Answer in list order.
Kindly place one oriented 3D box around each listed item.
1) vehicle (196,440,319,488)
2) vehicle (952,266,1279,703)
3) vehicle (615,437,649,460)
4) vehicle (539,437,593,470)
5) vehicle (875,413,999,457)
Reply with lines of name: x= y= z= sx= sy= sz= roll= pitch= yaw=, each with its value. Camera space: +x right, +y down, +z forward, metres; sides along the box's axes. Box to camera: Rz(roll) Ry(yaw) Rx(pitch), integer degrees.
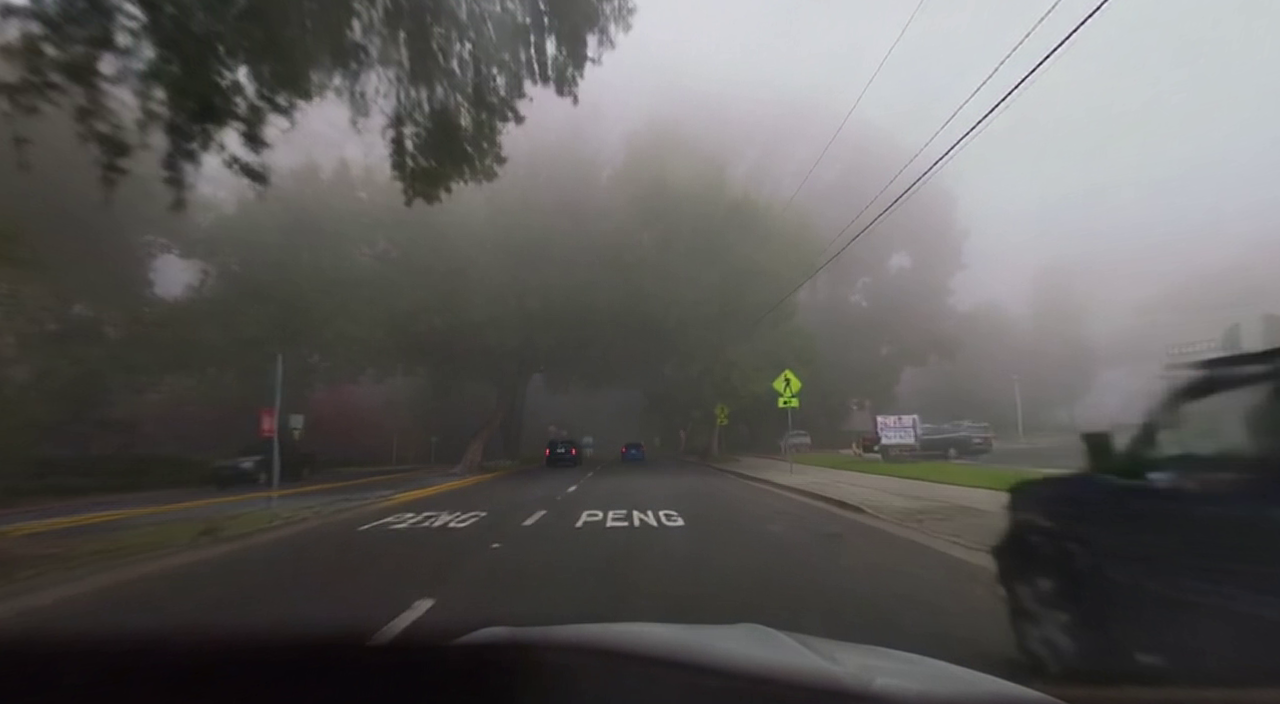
vehicle: x=-15.730 y=4.602 z=26.272 sx=2.074 sy=1.769 sz=4.704 roll=0 pitch=-8 yaw=1
vehicle: x=3.168 y=0.562 z=1.237 sx=2.188 sy=1.887 sz=5.532 roll=0 pitch=-8 yaw=-1
vehicle: x=-0.525 y=6.418 z=41.922 sx=2.187 sy=1.478 sz=4.138 roll=0 pitch=-8 yaw=-1
vehicle: x=-3.472 y=4.877 z=30.491 sx=2.083 sy=1.460 sz=4.527 roll=0 pitch=-8 yaw=0
vehicle: x=12.569 y=3.509 z=26.731 sx=4.442 sy=1.752 sz=2.008 roll=2 pitch=-8 yaw=-16
